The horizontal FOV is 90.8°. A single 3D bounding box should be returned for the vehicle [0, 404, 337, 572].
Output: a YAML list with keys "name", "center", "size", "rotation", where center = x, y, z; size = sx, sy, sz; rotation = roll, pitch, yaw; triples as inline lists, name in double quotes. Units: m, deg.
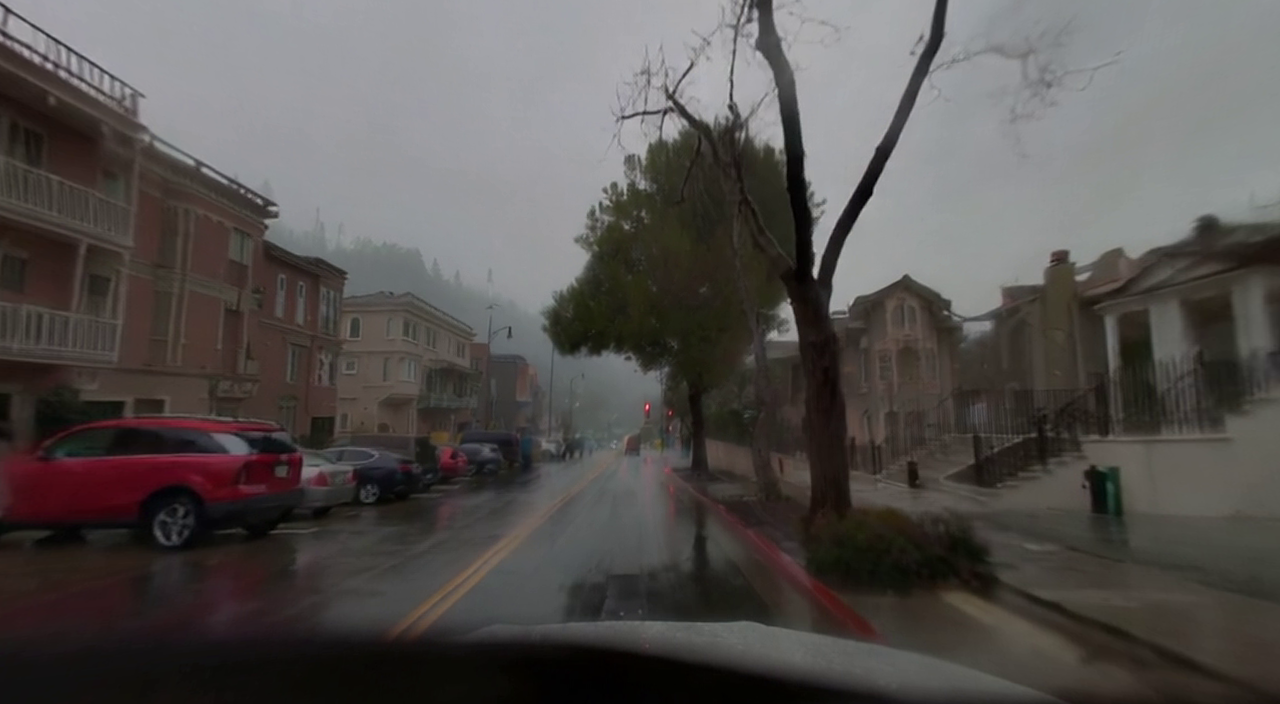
- name: "vehicle"
  center: [-7.363, 1.801, 8.901]
  size: [4.981, 1.975, 2.296]
  rotation: [0, -8, 3]
